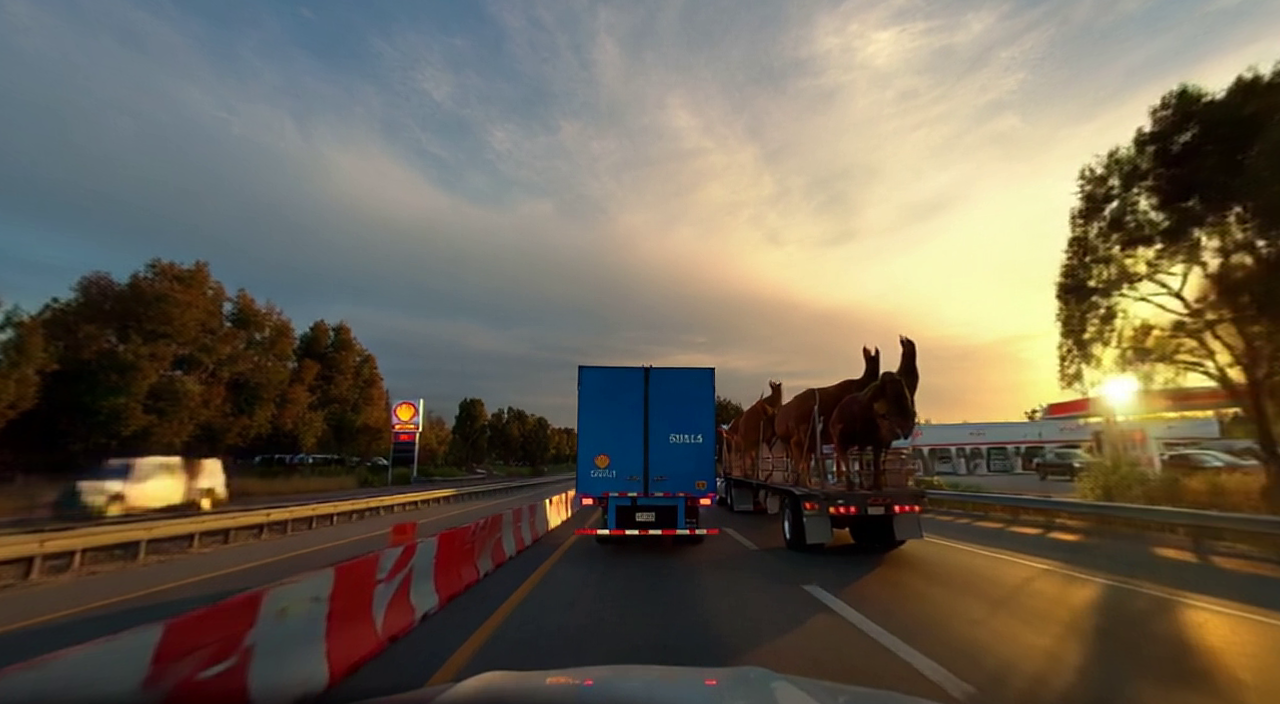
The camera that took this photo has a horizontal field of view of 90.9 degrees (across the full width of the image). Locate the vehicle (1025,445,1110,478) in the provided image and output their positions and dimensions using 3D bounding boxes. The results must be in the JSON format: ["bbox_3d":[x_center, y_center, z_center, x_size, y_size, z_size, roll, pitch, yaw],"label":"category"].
[{"bbox_3d":[24.673,6.360,36.526,1.919,1.722,4.024,1,-10,-2],"label":"vehicle"}]

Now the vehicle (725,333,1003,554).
[{"bbox_3d":[4.350,2.345,15.260,2.936,3.640,9.443,1,-10,-2],"label":"vehicle"}]

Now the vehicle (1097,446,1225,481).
[{"bbox_3d":[24.556,5.315,29.918,1.762,1.470,4.485,3,-11,-10],"label":"vehicle"}]

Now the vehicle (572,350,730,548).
[{"bbox_3d":[0.122,2.402,15.030,2.618,3.306,8.676,1,-10,-1],"label":"vehicle"}]

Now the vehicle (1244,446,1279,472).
[{"bbox_3d":[37.807,6.398,37.468,4.208,1.429,1.820,8,-13,-36],"label":"vehicle"}]

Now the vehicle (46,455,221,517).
[{"bbox_3d":[-16.745,4.444,21.234,1.981,1.824,4.637,1,-10,0],"label":"vehicle"}]
